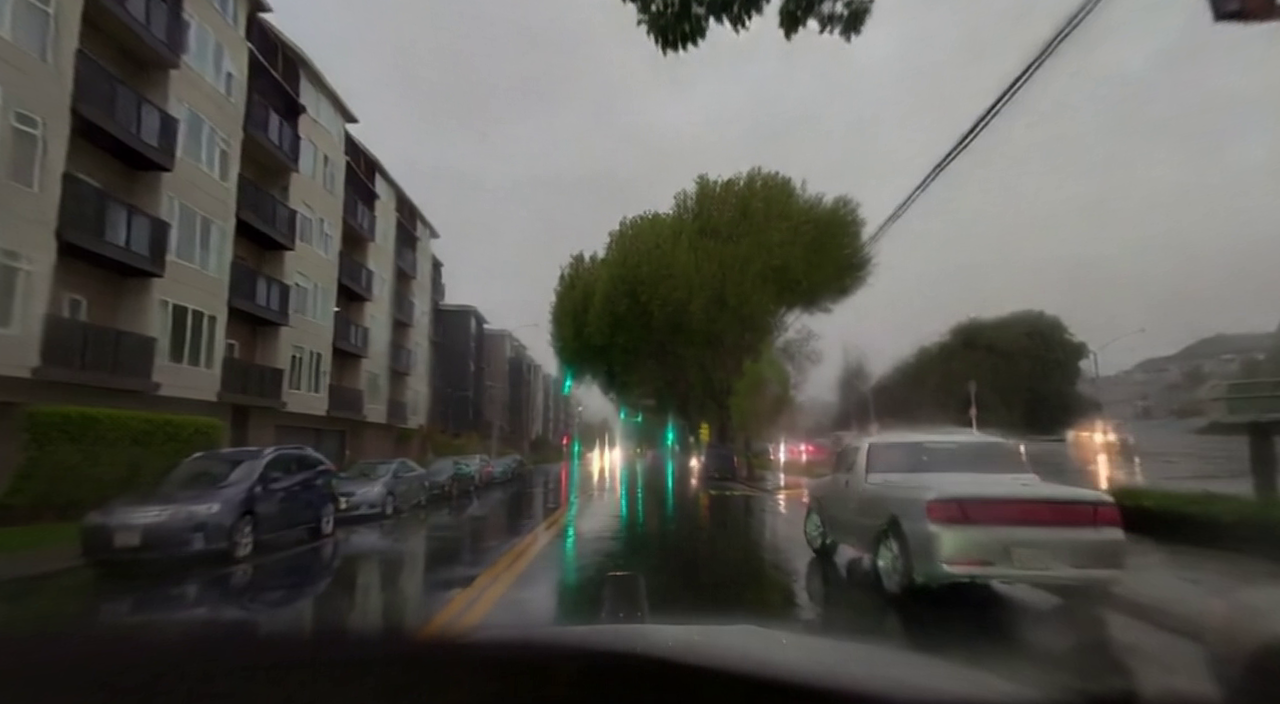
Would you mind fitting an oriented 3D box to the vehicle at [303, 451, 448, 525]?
[{"bbox_3d":[-6.173,3.174,15.364,1.789,1.462,4.313,0,-8,-2],"label":"vehicle"}]

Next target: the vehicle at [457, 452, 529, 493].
[{"bbox_3d":[-5.975,4.935,26.237,1.934,1.484,4.630,0,-8,0],"label":"vehicle"}]

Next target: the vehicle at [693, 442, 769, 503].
[{"bbox_3d":[3.122,4.219,22.727,2.034,1.689,4.978,0,-5,0],"label":"vehicle"}]

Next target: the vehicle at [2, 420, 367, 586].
[{"bbox_3d":[-6.085,2.027,9.413,1.993,1.817,4.619,0,-8,-1],"label":"vehicle"}]

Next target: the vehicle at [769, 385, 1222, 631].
[{"bbox_3d":[3.106,1.494,7.012,2.408,1.815,4.462,0,-9,0],"label":"vehicle"}]

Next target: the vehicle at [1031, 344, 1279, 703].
[{"bbox_3d":[3.212,0.663,1.053,2.153,1.685,4.586,0,-8,0],"label":"vehicle"}]
